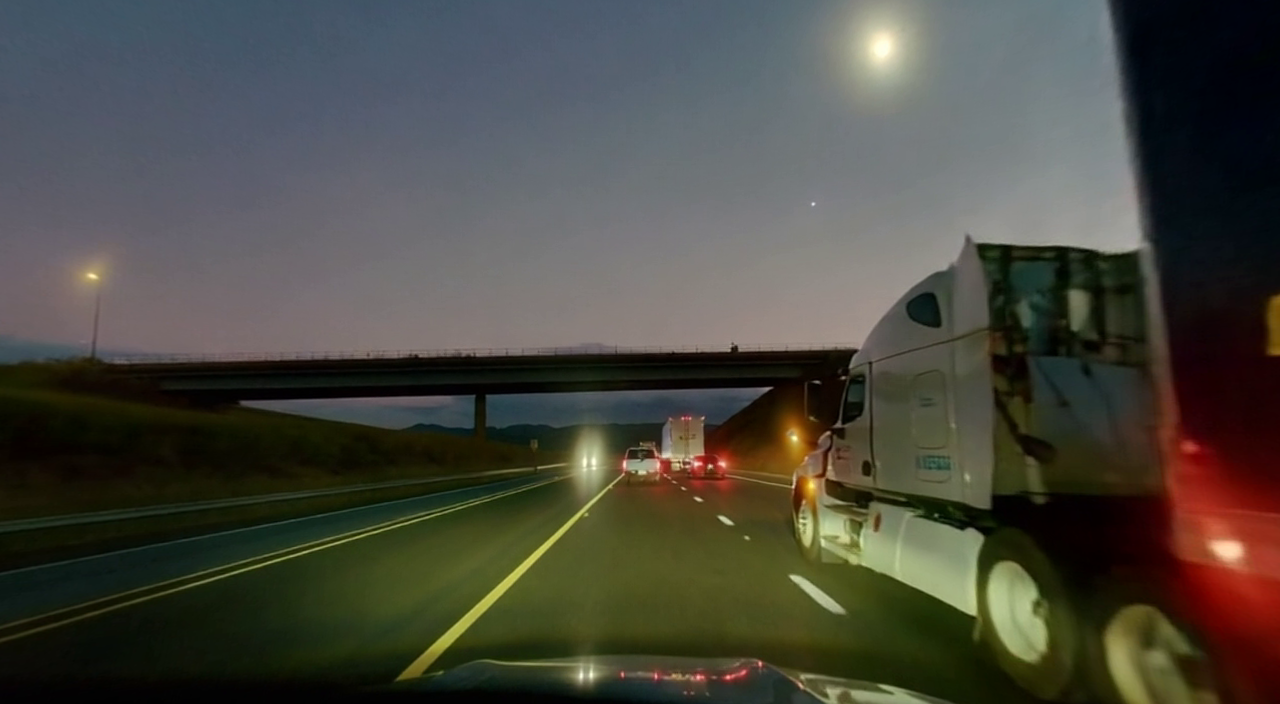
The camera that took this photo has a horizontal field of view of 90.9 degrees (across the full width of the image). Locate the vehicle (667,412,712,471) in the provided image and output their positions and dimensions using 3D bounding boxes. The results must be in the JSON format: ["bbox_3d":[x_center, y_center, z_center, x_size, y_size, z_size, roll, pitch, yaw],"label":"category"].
[{"bbox_3d":[3.572,6.677,46.706,2.948,3.974,6.480,-1,-9,3],"label":"vehicle"}]

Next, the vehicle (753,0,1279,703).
[{"bbox_3d":[3.030,0.159,5.045,2.987,3.897,5.990,-1,-9,0],"label":"vehicle"}]

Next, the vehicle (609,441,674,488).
[{"bbox_3d":[0.035,4.269,24.159,2.256,1.615,4.114,-1,-9,0],"label":"vehicle"}]

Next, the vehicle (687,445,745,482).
[{"bbox_3d":[3.302,4.945,28.122,1.972,1.505,3.946,0,-9,-1],"label":"vehicle"}]
